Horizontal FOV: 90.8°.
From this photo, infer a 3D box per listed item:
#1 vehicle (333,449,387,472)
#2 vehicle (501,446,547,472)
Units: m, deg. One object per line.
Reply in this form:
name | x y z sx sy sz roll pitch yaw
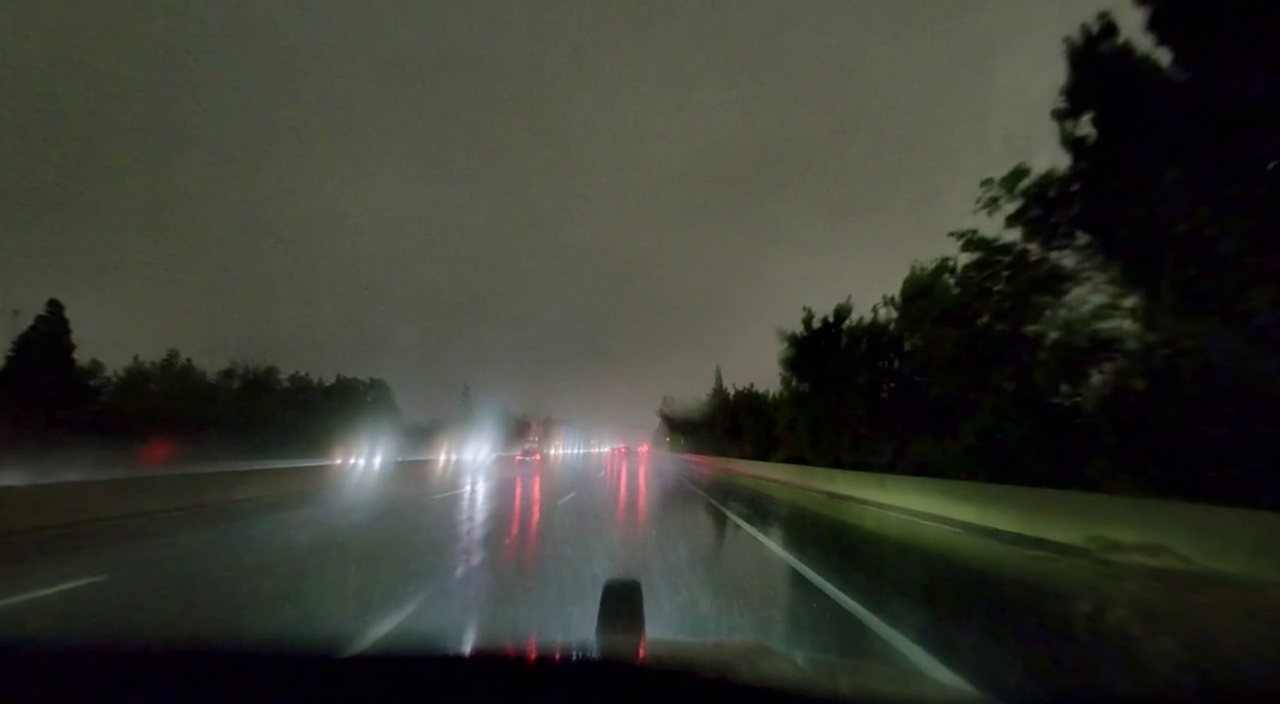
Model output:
vehicle | -19.087 7.395 43.135 1.780 1.466 3.993 0 -9 1
vehicle | -7.242 6.731 39.880 1.973 1.494 4.419 0 -9 1
